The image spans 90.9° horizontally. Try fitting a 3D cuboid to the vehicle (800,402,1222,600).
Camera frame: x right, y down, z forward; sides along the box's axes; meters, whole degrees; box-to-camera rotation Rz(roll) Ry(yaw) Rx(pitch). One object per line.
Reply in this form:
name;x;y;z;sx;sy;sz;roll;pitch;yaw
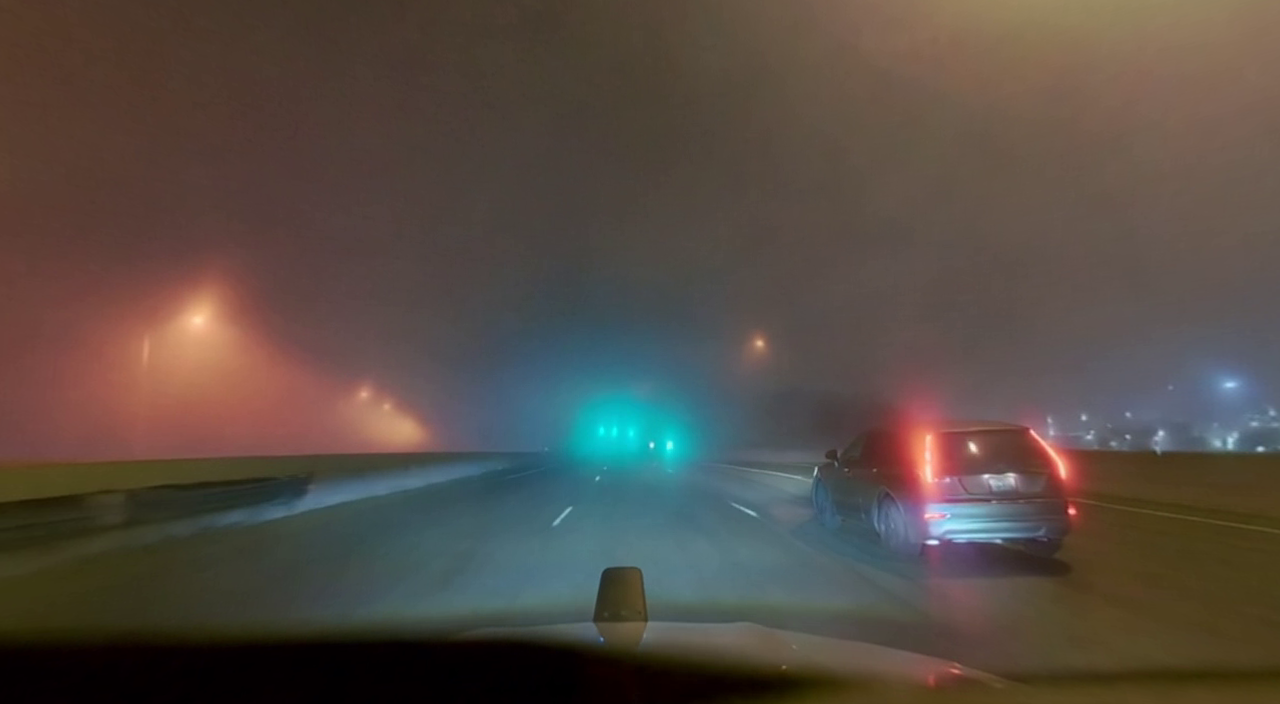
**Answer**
vehicle;3.606;1.556;7.510;2.104;1.575;4.698;0;-9;-1
